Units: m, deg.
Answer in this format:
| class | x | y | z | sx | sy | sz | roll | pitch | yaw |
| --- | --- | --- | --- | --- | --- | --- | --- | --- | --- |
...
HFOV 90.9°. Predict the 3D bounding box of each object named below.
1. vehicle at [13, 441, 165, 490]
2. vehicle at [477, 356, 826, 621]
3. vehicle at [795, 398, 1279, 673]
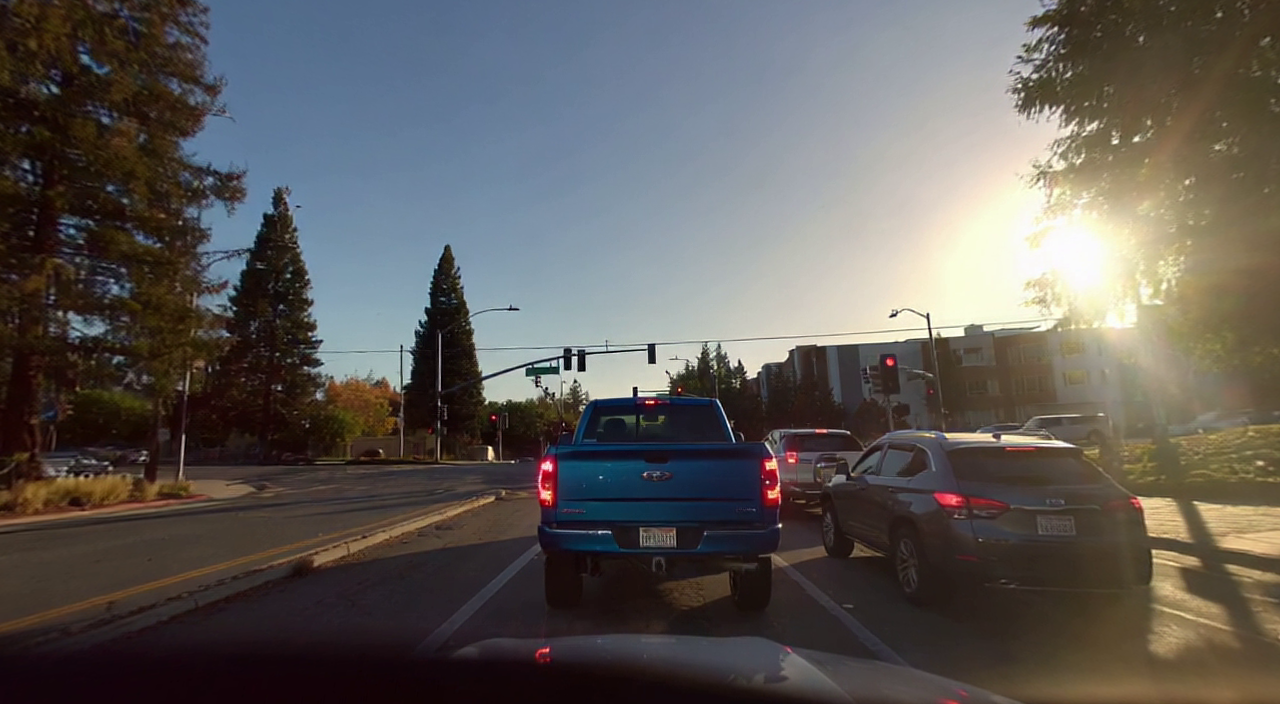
| class | x | y | z | sx | sy | sz | roll | pitch | yaw |
| --- | --- | --- | --- | --- | --- | --- | --- | --- | --- |
| vehicle | -21.748 | 4.458 | 25.193 | 2.062 | 1.764 | 4.508 | 0 | -8 | -2 |
| vehicle | 0.109 | 1.426 | 7.582 | 2.636 | 2.011 | 5.425 | 0 | -8 | 1 |
| vehicle | 3.333 | 1.498 | 6.496 | 2.155 | 1.667 | 5.162 | 0 | -8 | 0 |
